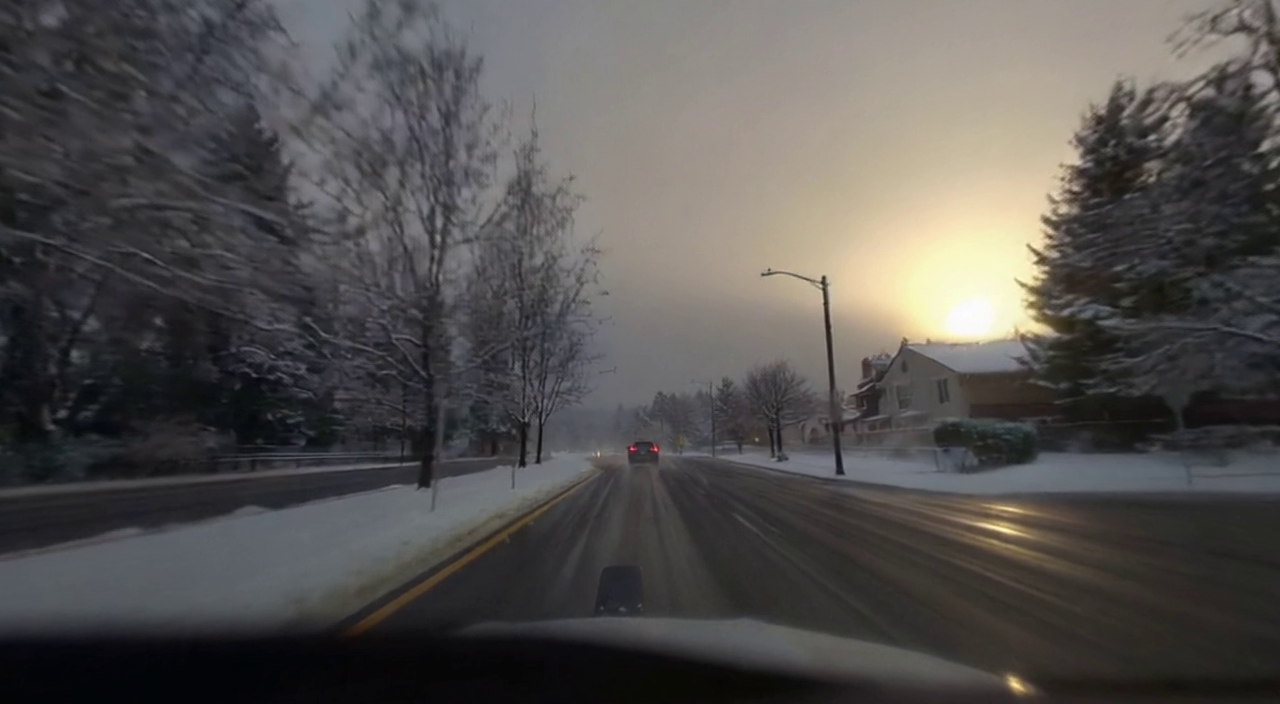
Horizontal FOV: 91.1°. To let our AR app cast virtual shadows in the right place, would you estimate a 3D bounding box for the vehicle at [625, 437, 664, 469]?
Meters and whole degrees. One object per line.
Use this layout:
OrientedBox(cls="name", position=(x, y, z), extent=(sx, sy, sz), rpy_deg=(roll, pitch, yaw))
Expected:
OrientedBox(cls="vehicle", position=(0.207, 6.010, 37.488), extent=(2.165, 1.783, 4.391), rpy_deg=(1, -9, -1))
